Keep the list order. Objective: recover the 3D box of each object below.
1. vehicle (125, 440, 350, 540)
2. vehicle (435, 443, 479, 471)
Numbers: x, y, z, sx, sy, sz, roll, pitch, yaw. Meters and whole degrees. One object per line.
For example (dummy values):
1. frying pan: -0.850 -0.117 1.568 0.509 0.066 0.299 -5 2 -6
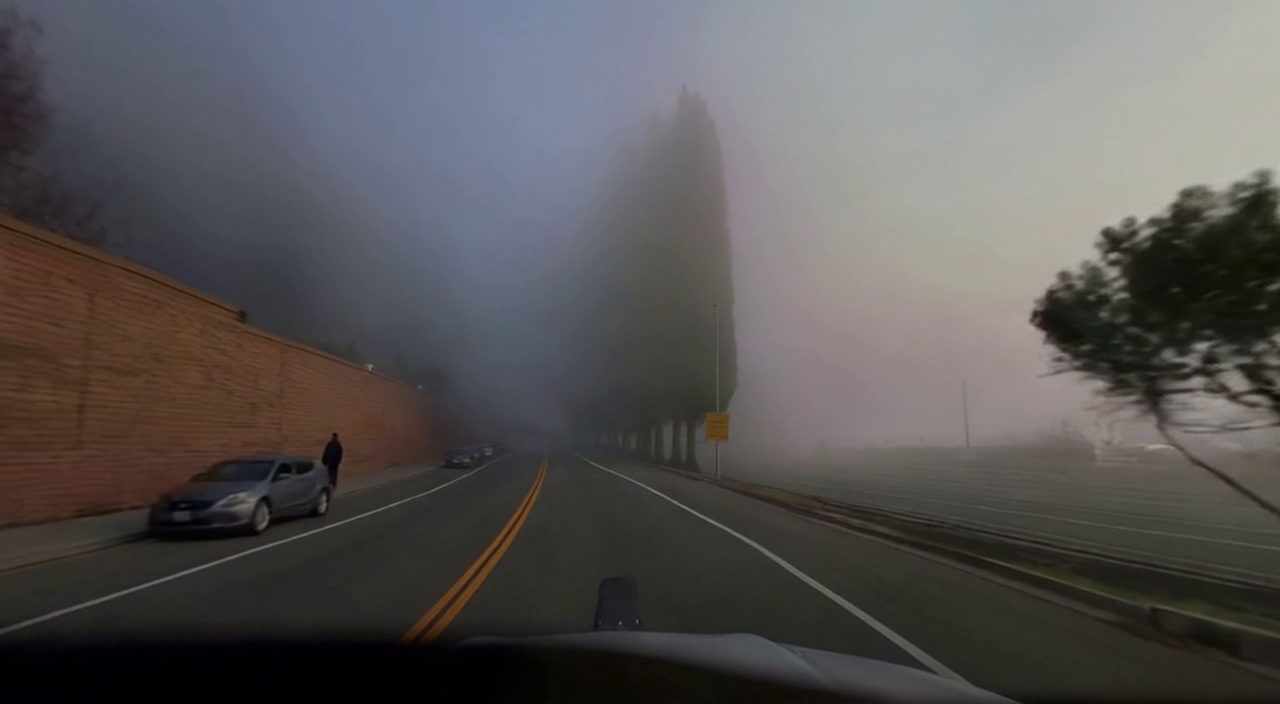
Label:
1. vehicle: -7.278 2.464 12.080 1.877 1.507 4.363 2 -8 -8
2. vehicle: -11.209 6.458 39.056 1.899 1.485 4.593 2 -8 -8
